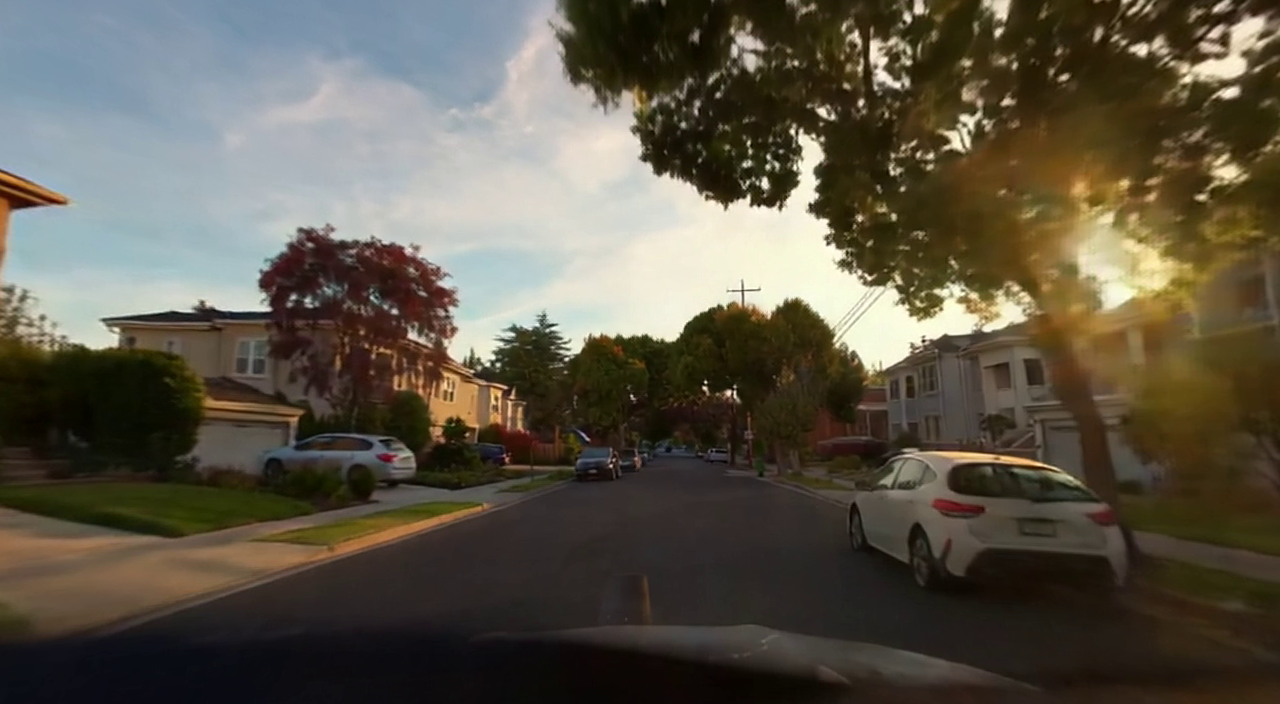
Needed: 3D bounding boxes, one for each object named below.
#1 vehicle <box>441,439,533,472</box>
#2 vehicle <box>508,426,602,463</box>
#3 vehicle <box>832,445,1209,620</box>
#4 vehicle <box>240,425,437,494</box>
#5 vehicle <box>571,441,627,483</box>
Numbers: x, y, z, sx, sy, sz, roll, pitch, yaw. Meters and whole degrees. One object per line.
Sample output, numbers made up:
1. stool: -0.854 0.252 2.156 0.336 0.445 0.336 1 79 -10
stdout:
1. vehicle: -8.184 5.572 34.027 4.414 1.658 1.988 0 -8 4
2. vehicle: -6.540 7.247 49.356 6.780 2.770 2.970 -1 -8 5
3. vehicle: 3.852 1.835 7.555 1.996 1.409 4.446 0 -8 4
4. vehicle: -8.235 2.928 17.443 4.480 1.740 1.988 -1 -8 9
5. vehicle: -1.716 4.865 27.949 1.974 1.664 4.539 -1 -9 3
